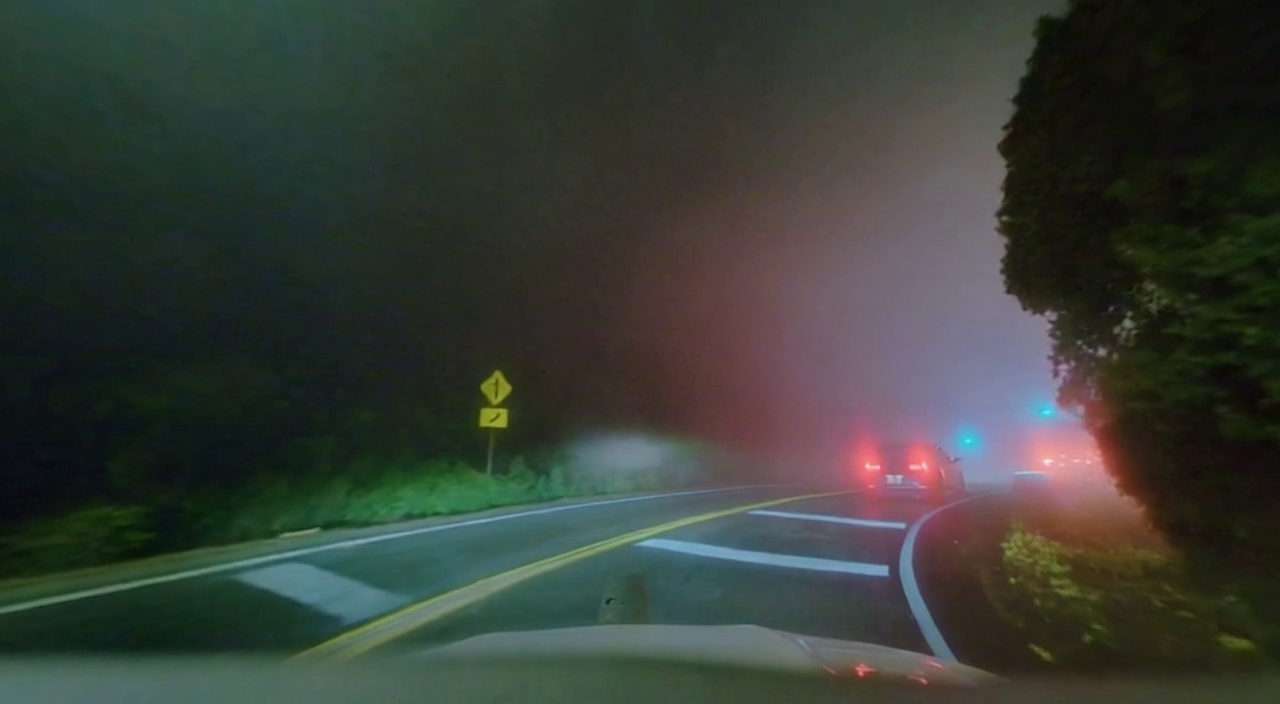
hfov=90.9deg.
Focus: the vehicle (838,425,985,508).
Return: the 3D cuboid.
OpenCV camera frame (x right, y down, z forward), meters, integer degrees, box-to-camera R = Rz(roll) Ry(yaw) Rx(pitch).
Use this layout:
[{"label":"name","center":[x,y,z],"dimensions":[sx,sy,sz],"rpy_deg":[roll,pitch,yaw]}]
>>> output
[{"label":"vehicle","center":[8.005,3.202,18.193],"dimensions":[2.500,1.961,5.637],"rpy_deg":[-6,-11,37]}]
